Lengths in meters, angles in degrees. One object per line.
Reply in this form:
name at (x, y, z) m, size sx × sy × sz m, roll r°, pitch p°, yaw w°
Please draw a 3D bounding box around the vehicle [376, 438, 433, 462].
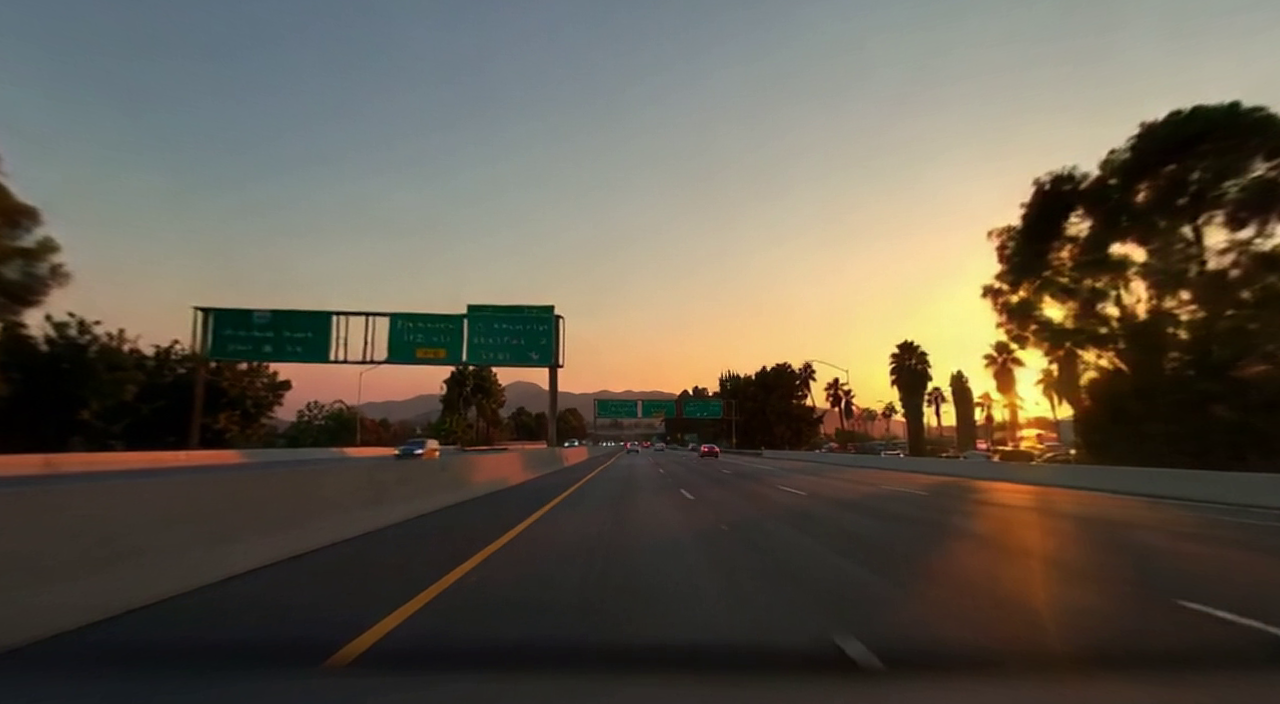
vehicle at (-15.731, 6.581, 42.471) m, size 1.968 × 1.501 × 4.695 m, roll 0°, pitch -9°, yaw 1°
